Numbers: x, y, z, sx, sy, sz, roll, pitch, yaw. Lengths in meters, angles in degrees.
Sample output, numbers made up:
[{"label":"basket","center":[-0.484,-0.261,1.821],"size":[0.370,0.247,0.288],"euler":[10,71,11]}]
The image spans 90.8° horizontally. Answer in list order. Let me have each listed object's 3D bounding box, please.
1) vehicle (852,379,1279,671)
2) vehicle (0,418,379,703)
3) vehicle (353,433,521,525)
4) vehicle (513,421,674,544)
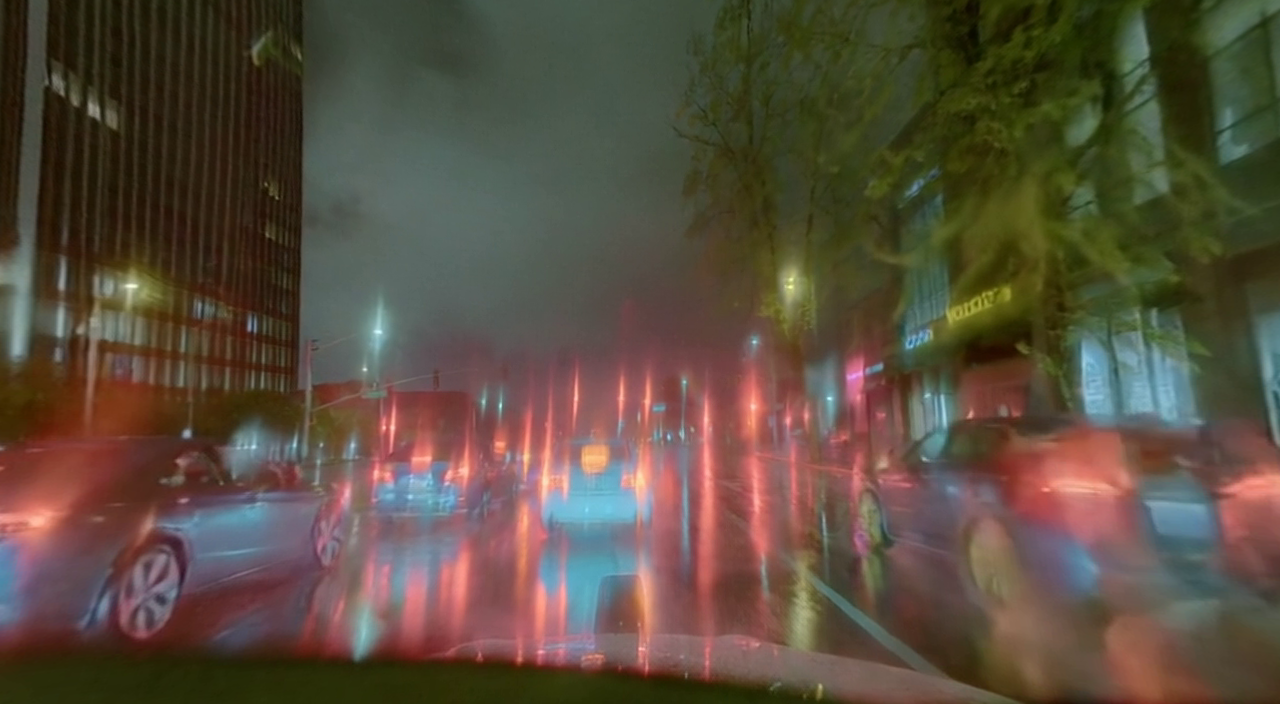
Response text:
[{"label":"vehicle","center":[3.780,1.299,5.819],"size":[2.097,1.651,4.300],"euler":[0,-9,-1]},{"label":"vehicle","center":[-4.127,1.383,5.247],"size":[2.020,1.457,4.496],"euler":[0,-8,0]},{"label":"vehicle","center":[-3.734,2.400,12.480],"size":[1.950,1.487,4.130],"euler":[0,-9,0]},{"label":"vehicle","center":[-0.617,1.963,10.091],"size":[2.042,1.555,3.912],"euler":[0,-8,-1]}]
